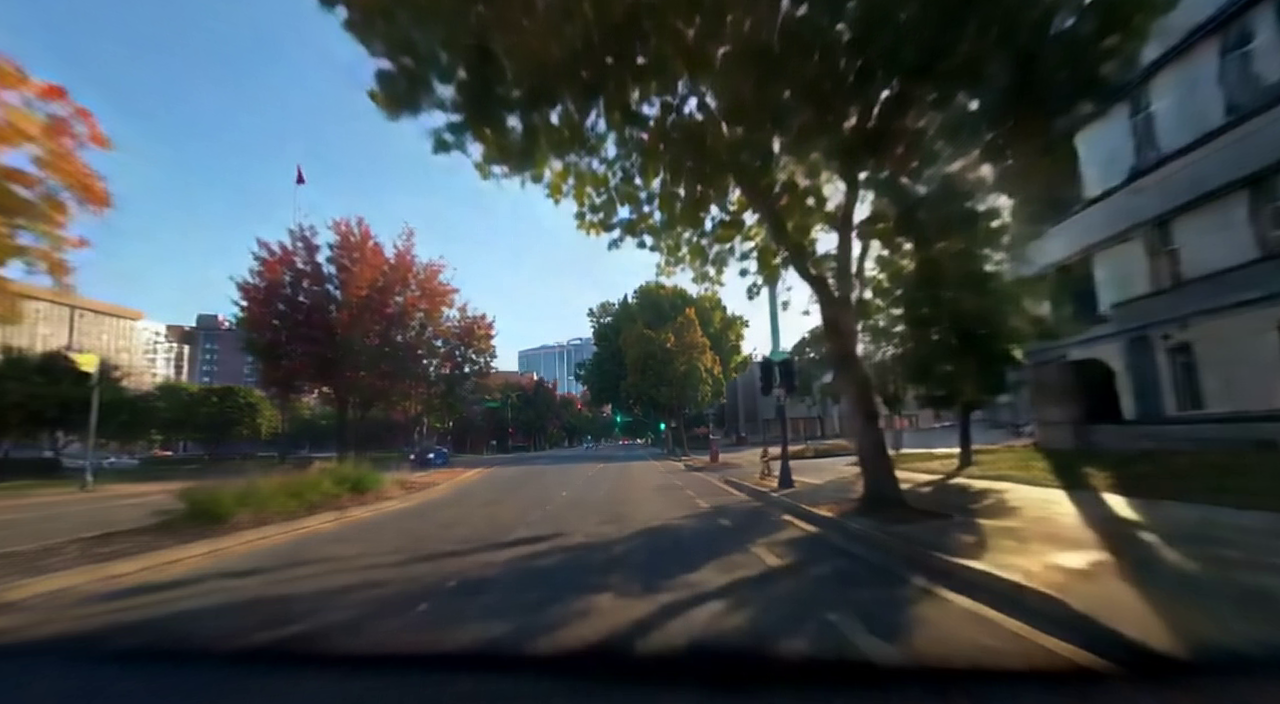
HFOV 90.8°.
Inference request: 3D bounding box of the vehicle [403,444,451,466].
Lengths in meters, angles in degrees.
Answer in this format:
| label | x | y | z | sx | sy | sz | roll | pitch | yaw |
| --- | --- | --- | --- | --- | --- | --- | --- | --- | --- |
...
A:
| label | x | y | z | sx | sy | sz | roll | pitch | yaw |
| --- | --- | --- | --- | --- | --- | --- | --- | --- | --- |
| vehicle | -15.225 | 7.392 | 45.454 | 1.898 | 1.469 | 4.577 | 0 | -9 | 0 |
